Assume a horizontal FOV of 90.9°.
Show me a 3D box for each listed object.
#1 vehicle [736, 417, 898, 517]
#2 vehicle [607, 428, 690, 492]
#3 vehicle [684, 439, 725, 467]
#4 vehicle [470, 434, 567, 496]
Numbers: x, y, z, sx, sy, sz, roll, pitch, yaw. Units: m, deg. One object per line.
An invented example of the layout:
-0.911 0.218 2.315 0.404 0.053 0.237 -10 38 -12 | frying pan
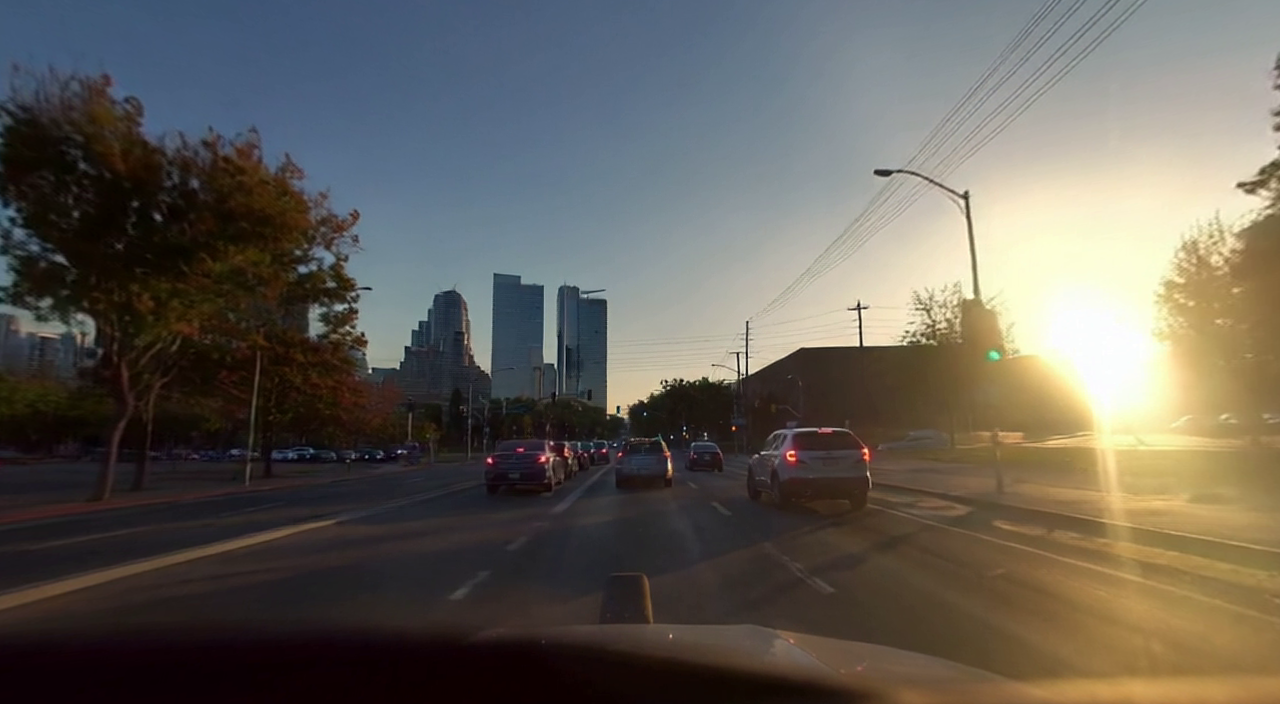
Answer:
3.422 2.335 13.282 2.024 1.711 4.512 0 -8 -1 | vehicle
0.199 3.160 18.794 2.200 1.653 4.127 0 -8 -1 | vehicle
3.664 5.813 36.489 1.880 1.503 4.130 0 -8 -1 | vehicle
-3.200 3.072 17.588 2.104 1.488 4.546 0 -8 -4 | vehicle
